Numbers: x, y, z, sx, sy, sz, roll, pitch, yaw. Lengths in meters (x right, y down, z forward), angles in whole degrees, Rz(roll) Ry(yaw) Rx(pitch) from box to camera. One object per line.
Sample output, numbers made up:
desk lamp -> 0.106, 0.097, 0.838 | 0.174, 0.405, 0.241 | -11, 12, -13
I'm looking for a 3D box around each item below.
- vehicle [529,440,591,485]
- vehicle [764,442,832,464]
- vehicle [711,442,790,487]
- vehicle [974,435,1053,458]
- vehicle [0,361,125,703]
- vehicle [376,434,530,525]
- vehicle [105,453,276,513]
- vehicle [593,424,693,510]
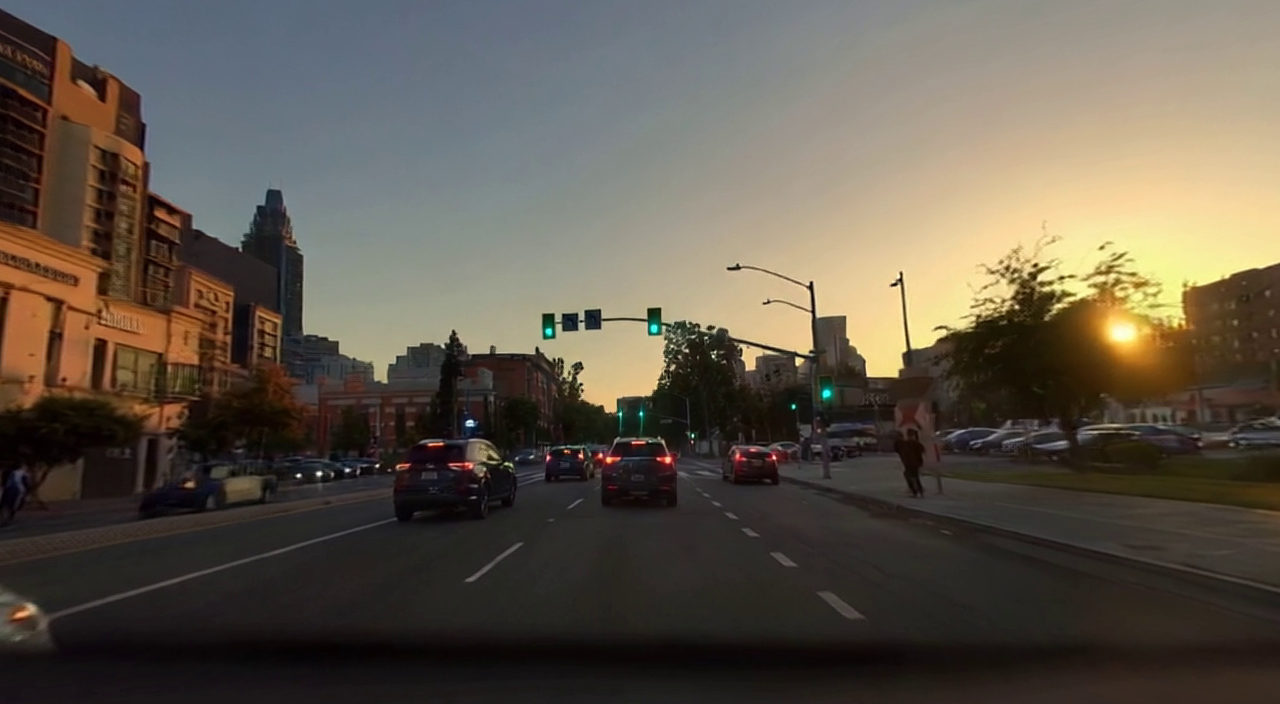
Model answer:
vehicle -> -3.162, 4.436, 25.610 | 1.894, 1.642, 3.861 | 0, -8, 2
vehicle -> 11.545, 7.350, 46.034 | 4.736, 1.526, 1.878 | 5, -9, -29
vehicle -> 3.931, 4.078, 23.230 | 1.986, 1.457, 4.566 | 0, -8, -1
vehicle -> 26.500, 6.738, 44.894 | 4.361, 1.478, 1.909 | -3, -9, 12
vehicle -> -3.324, 0.592, 0.485 | 1.975, 1.624, 4.481 | 0, -8, 1
vehicle -> -3.711, 2.586, 13.410 | 1.886, 1.599, 4.247 | 0, -8, 1
vehicle -> -14.678, 4.254, 21.012 | 2.115, 1.654, 4.727 | 0, -8, 1
vehicle -> 0.090, 2.699, 15.229 | 2.075, 1.770, 4.018 | 0, -8, 1
